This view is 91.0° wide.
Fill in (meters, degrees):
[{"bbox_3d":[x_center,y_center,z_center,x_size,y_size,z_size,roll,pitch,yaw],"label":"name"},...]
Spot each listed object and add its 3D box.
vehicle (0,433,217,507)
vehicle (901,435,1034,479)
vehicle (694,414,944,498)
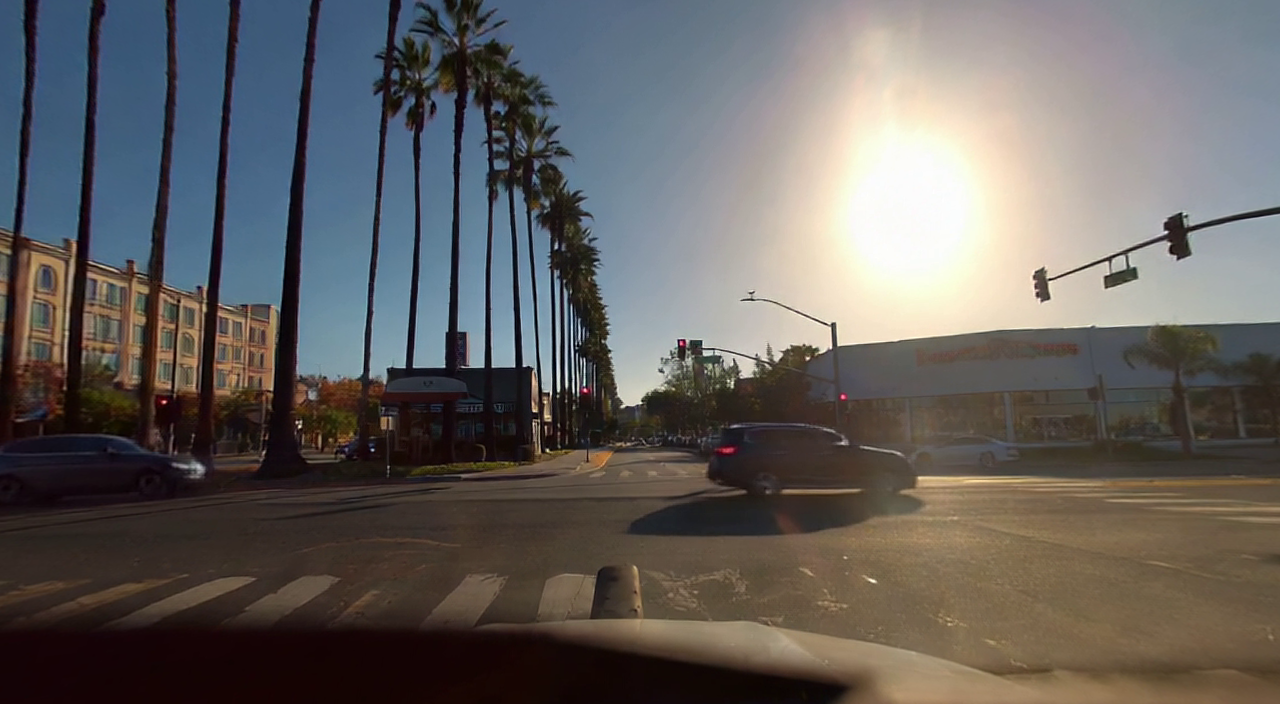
[{"bbox_3d":[-14.054,2.962,16.088,4.854,1.699,2.152,3,-9,-18],"label":"vehicle"},{"bbox_3d":[13.631,4.406,26.573,4.722,1.717,2.000,-3,-9,23],"label":"vehicle"},{"bbox_3d":[4.378,2.630,16.109,5.619,1.951,2.321,1,-8,-5],"label":"vehicle"}]
